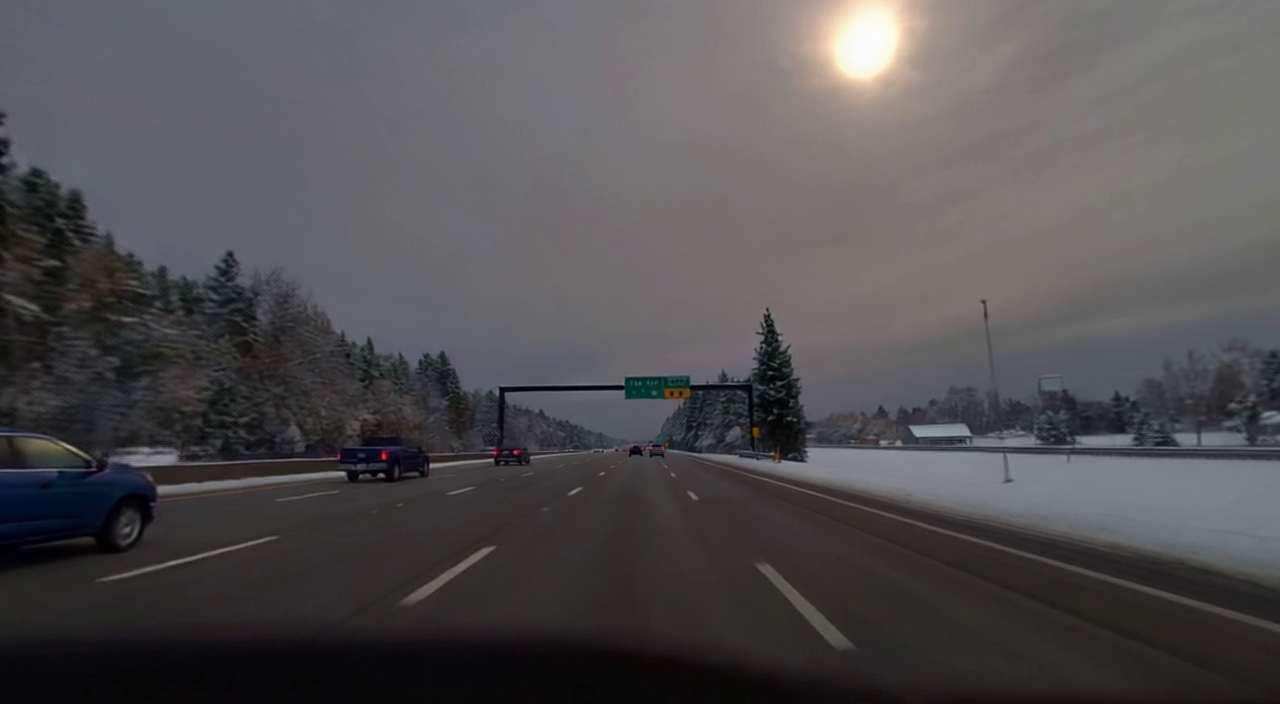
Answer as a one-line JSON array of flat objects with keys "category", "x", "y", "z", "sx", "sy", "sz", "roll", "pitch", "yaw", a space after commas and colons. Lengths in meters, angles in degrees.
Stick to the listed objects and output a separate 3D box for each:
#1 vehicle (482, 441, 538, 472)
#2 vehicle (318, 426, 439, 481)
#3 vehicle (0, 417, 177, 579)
[{"category": "vehicle", "x": -6.693, "y": 5.395, "z": 32.814, "sx": 1.919, "sy": 1.499, "sz": 4.234, "roll": 0, "pitch": -8, "yaw": 1}, {"category": "vehicle", "x": -10.567, "y": 4.165, "z": 26.152, "sx": 2.347, "sy": 1.984, "sz": 5.778, "roll": 0, "pitch": -8, "yaw": 2}, {"category": "vehicle", "x": -7.239, "y": 1.411, "z": 6.044, "sx": 1.965, "sy": 1.567, "sz": 4.686, "roll": 0, "pitch": -8, "yaw": 1}]
